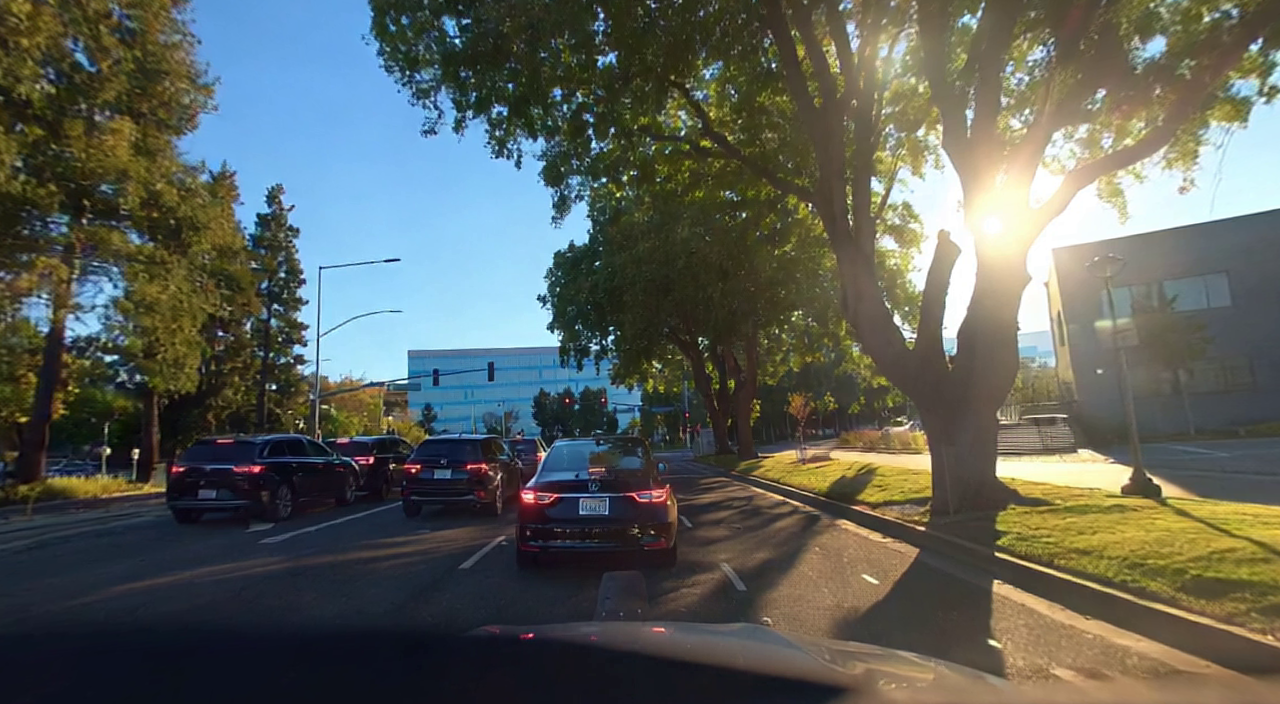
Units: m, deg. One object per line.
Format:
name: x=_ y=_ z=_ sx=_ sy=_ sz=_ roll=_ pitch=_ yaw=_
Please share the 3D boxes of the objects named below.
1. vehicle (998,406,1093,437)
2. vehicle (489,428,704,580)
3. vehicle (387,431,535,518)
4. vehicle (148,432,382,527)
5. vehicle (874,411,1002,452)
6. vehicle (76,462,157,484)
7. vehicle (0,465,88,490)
vehicle: x=28.630 y=4.948 z=44.848 sx=5.333 sy=1.880 sz=2.130 roll=-6 pitch=-9 yaw=25
vehicle: x=-0.415 y=1.798 z=8.237 sx=2.104 sy=1.472 sz=3.946 roll=0 pitch=-9 yaw=0
vehicle: x=-3.623 y=2.561 z=13.641 sx=1.969 sy=1.570 sz=4.019 roll=0 pitch=-9 yaw=1
vehicle: x=-7.277 y=2.504 z=12.947 sx=2.096 sy=1.593 sz=4.288 roll=0 pitch=-9 yaw=1
vehicle: x=13.947 y=3.773 z=29.830 sx=4.975 sy=1.809 sz=1.956 roll=0 pitch=-9 yaw=1
vehicle: x=-36.349 y=8.369 z=43.907 sx=3.918 sy=1.423 sz=1.861 roll=0 pitch=-9 yaw=-1
vehicle: x=-36.598 y=7.632 z=38.550 sx=4.093 sy=1.440 sz=1.804 roll=0 pitch=-9 yaw=0
